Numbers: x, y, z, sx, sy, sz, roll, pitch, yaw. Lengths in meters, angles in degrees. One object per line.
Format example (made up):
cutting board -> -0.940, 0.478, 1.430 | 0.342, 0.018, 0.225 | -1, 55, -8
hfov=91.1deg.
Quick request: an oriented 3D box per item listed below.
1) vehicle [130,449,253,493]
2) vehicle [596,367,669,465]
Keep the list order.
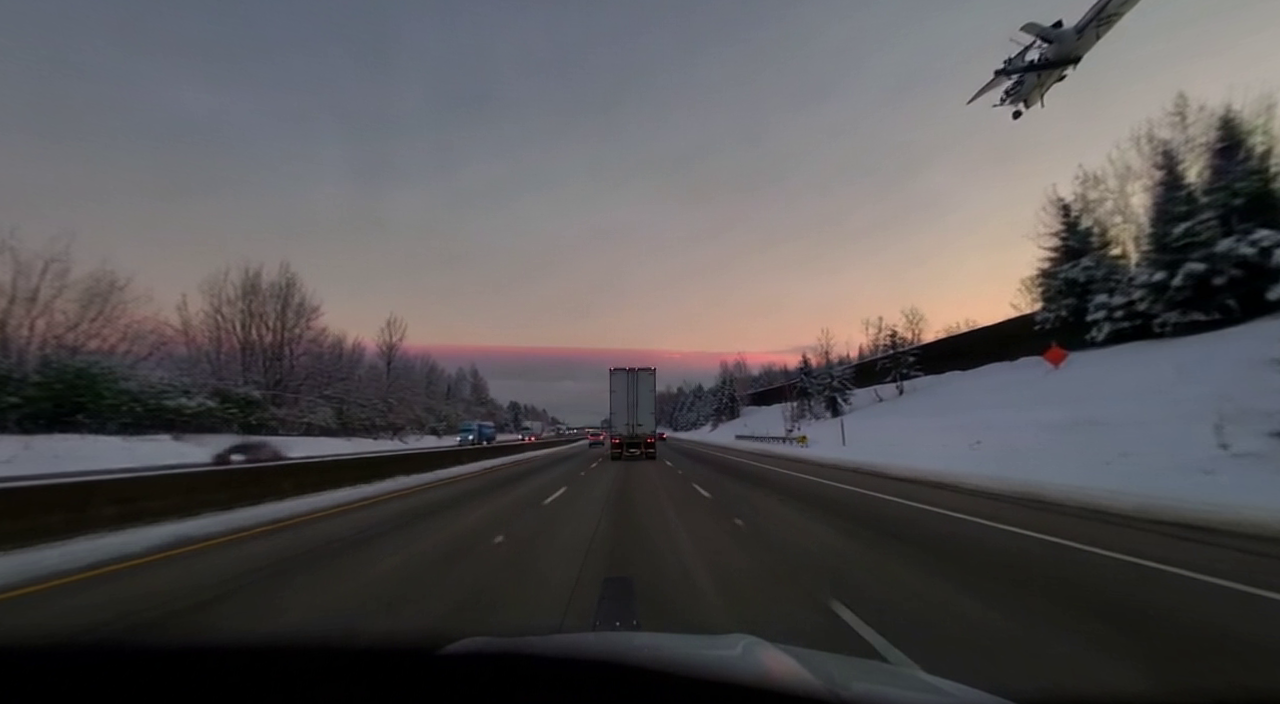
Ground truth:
vehicle -> -17.737, 4.695, 25.156 | 1.841, 1.474, 4.148 | 0, -8, 0
vehicle -> -0.338, 3.680, 33.938 | 2.965, 3.972, 16.689 | 0, -8, 0
